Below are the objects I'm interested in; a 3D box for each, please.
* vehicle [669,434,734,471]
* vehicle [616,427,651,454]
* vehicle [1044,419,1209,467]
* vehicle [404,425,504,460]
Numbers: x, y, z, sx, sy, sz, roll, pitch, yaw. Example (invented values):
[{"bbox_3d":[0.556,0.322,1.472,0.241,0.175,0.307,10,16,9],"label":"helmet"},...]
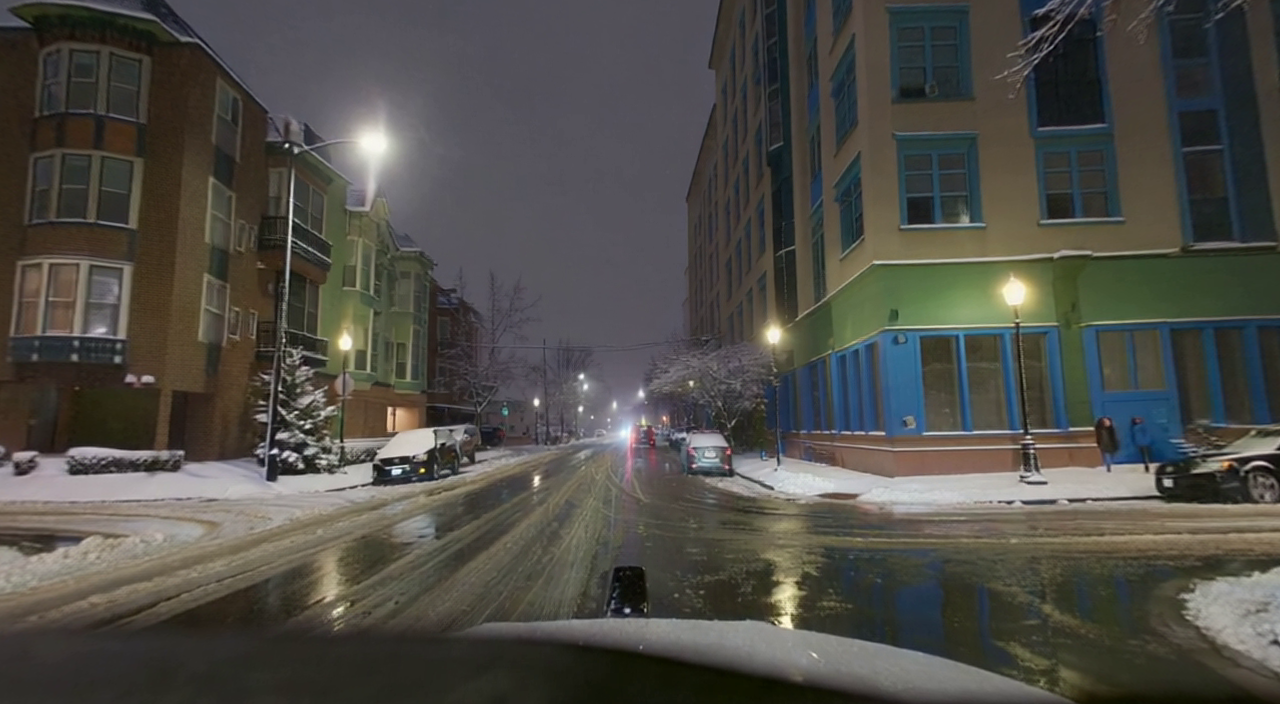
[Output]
[{"bbox_3d":[2.527,4.295,27.059,2.290,1.456,4.503,0,-9,-1],"label":"vehicle"},{"bbox_3d":[-0.456,6.410,45.664,2.412,1.834,4.636,0,-8,0],"label":"vehicle"},{"bbox_3d":[15.420,2.914,20.140,3.752,1.453,1.709,0,-9,2],"label":"vehicle"},{"bbox_3d":[-11.427,5.591,38.882,5.540,1.950,2.113,4,-12,-28],"label":"vehicle"}]
